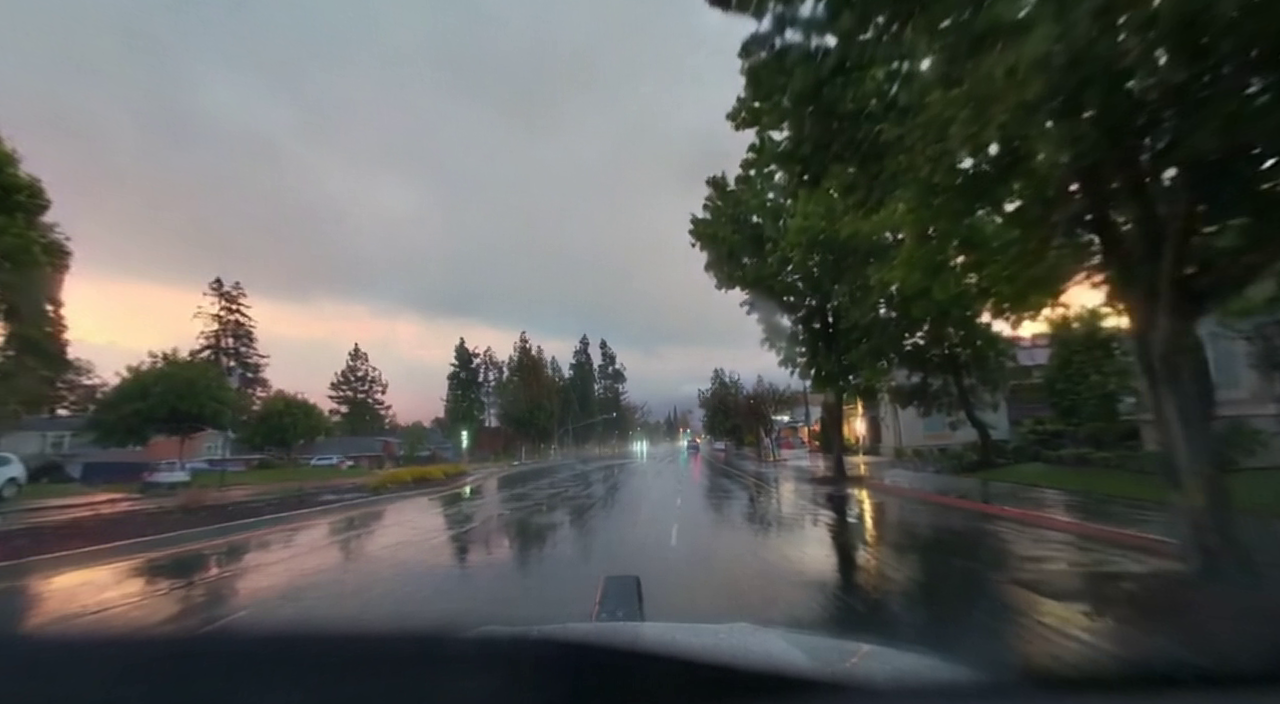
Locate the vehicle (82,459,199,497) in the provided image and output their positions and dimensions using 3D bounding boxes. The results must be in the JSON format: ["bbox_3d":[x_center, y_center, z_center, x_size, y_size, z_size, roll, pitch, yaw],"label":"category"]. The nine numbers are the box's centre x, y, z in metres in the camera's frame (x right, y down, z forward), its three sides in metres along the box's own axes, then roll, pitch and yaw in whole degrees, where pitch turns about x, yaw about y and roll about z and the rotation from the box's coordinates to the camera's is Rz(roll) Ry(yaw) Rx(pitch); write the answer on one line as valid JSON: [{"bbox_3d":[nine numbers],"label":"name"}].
[{"bbox_3d":[-22.165,5.574,28.258,1.618,1.425,4.159,-1,-9,4],"label":"vehicle"}]
